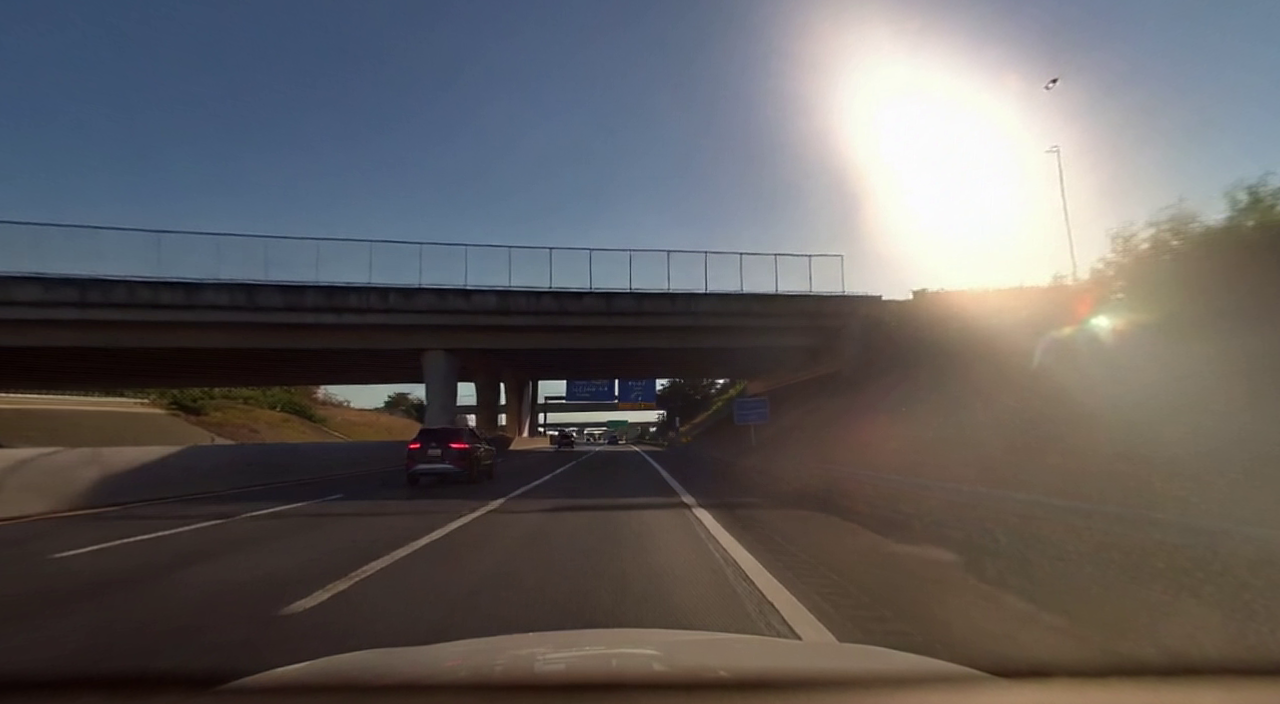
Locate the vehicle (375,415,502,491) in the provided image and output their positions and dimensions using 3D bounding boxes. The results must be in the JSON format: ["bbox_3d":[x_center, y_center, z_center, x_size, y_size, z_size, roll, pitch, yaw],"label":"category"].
[{"bbox_3d":[-5.074,2.593,16.506,2.007,1.727,4.040,0,-8,0],"label":"vehicle"}]
